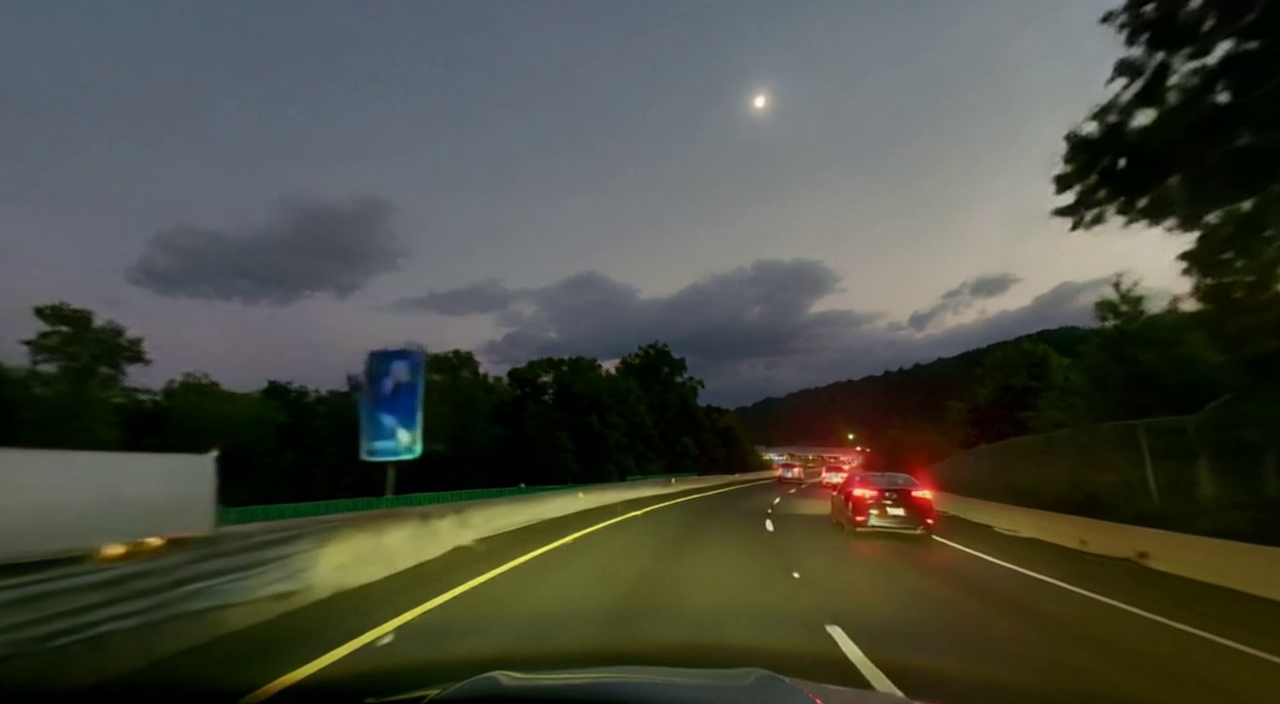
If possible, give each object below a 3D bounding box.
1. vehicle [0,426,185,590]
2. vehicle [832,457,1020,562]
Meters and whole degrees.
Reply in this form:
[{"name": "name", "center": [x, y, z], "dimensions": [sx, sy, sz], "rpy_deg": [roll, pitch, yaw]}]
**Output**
[{"name": "vehicle", "center": [-17.014, 3.810, 15.532], "dimensions": [2.909, 3.910, 9.340], "rpy_deg": [-2, -11, 14]}, {"name": "vehicle", "center": [5.134, 2.860, 12.049], "dimensions": [2.023, 1.593, 4.105], "rpy_deg": [0, -11, 6]}]
